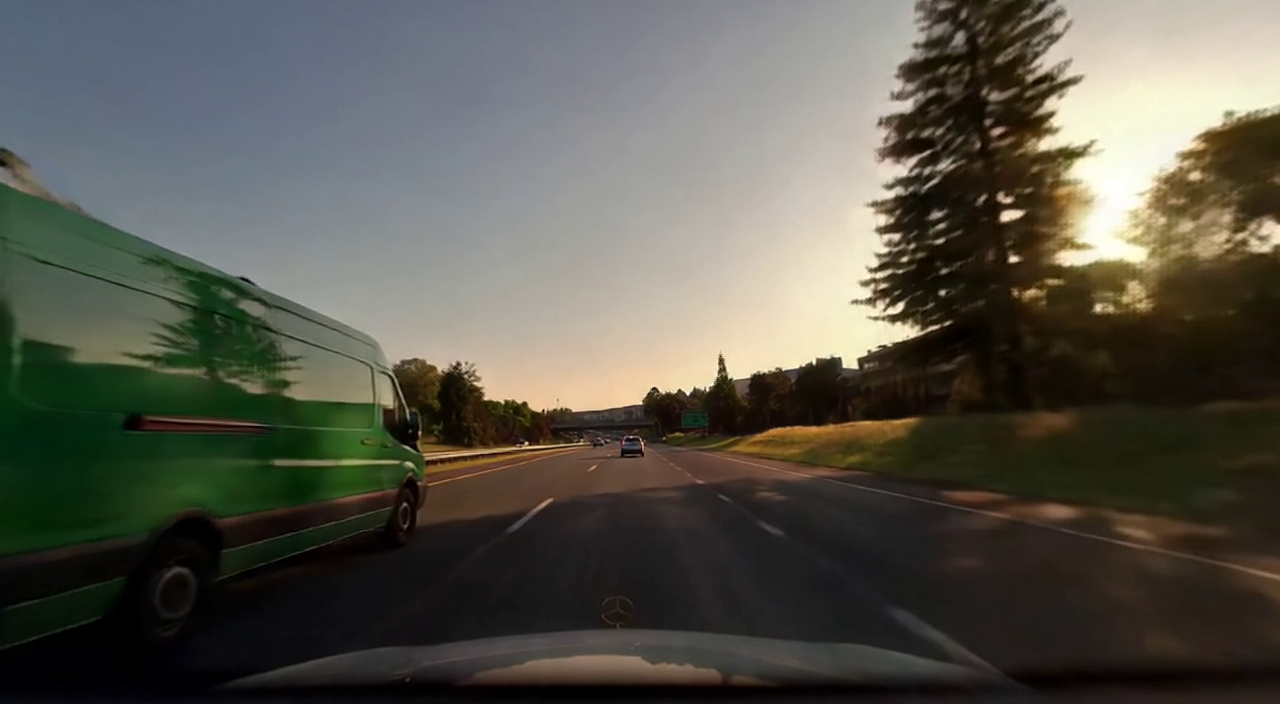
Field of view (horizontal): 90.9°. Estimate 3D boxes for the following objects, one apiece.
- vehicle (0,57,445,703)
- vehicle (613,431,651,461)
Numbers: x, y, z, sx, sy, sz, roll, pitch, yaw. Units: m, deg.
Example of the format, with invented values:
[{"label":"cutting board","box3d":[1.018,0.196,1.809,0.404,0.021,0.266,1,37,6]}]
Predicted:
[{"label":"vehicle","box3d":[-3.464,0.597,4.419,2.424,2.577,5.828,0,-8,-1]},{"label":"vehicle","box3d":[-0.464,5.458,36.701,2.104,1.646,4.176,0,-8,-1]}]
